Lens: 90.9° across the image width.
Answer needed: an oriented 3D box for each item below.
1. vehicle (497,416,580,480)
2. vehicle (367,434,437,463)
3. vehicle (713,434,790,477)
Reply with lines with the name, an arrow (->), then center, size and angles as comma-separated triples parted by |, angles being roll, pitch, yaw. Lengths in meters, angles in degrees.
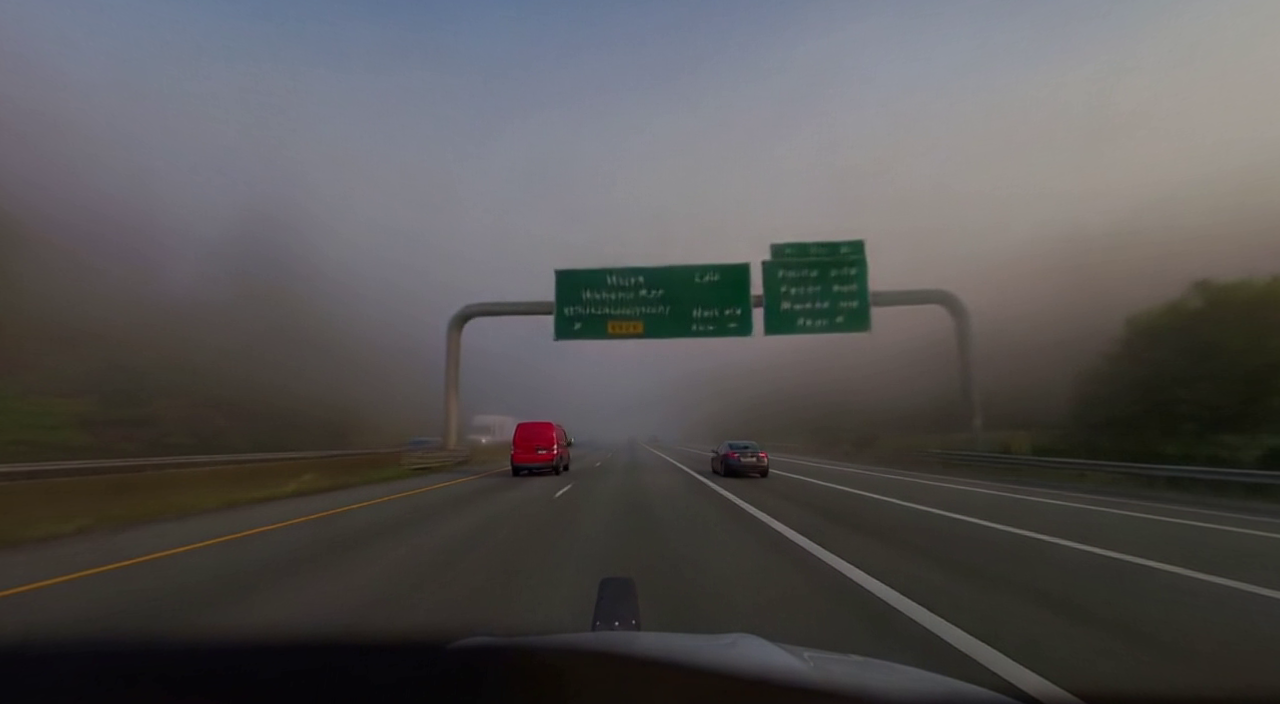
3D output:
vehicle -> -3.543, 3.454, 23.082 | 2.275, 2.053, 5.082 | 0, -8, -1
vehicle -> -12.833, 5.221, 34.365 | 2.056, 1.486, 4.535 | 0, -8, 0
vehicle -> 4.002, 3.764, 23.322 | 2.020, 1.464, 3.803 | 0, -8, -2
